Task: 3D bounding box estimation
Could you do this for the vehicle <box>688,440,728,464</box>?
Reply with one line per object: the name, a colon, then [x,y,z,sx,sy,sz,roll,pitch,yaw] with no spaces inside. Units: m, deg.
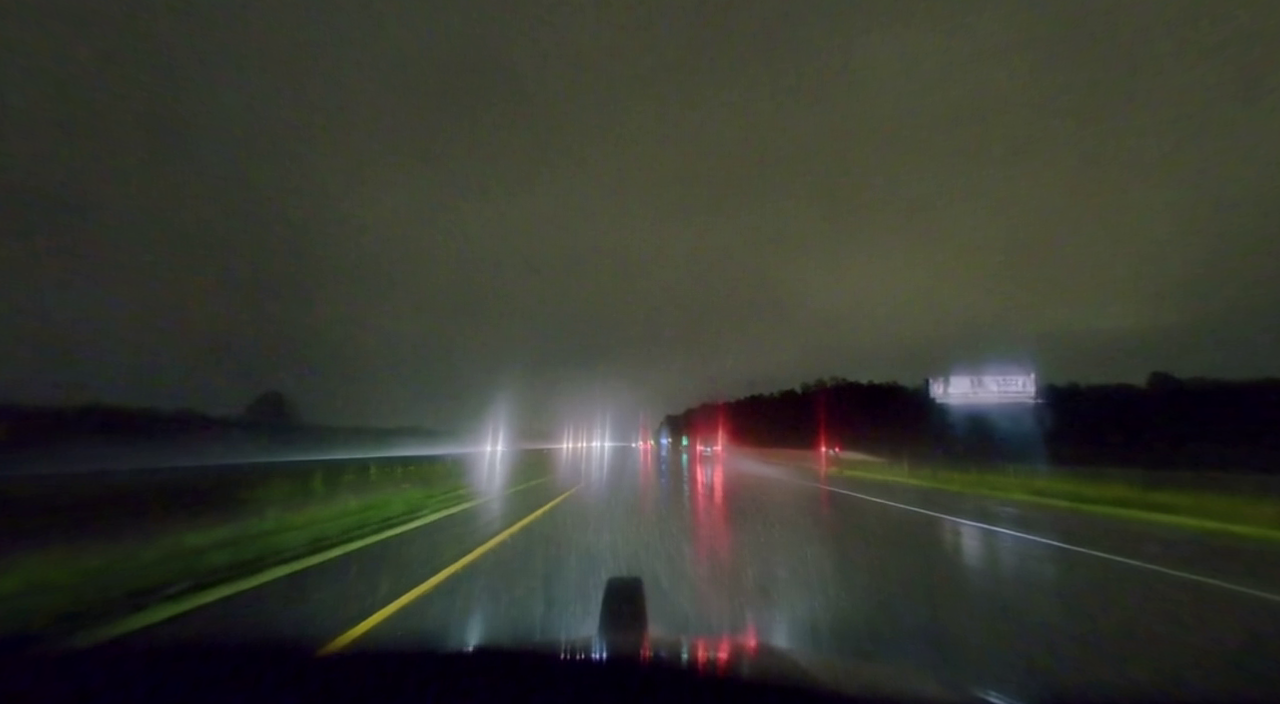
vehicle: [4.497,6.720,42.367,2.012,1.476,4.256,0,-9,-2]
